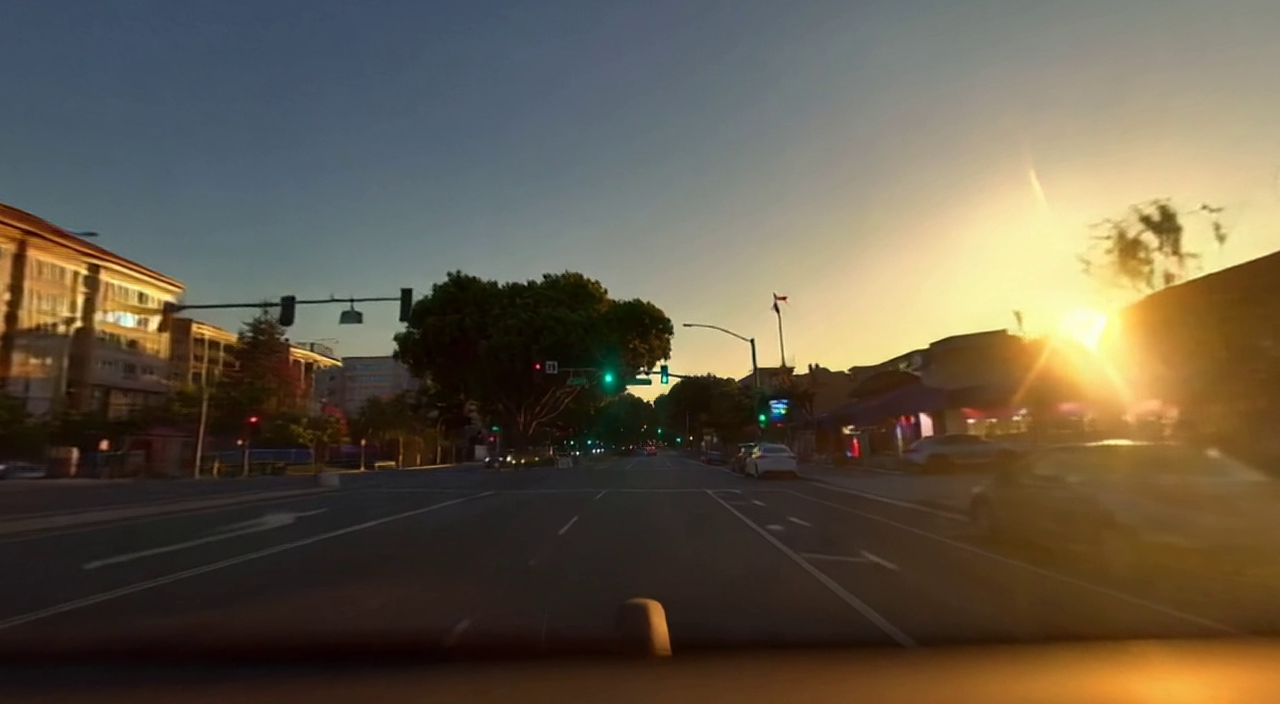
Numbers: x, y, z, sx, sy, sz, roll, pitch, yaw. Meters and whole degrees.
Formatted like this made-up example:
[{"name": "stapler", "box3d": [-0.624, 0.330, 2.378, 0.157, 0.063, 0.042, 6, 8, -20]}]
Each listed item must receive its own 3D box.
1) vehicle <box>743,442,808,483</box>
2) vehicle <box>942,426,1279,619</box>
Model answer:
[{"name": "vehicle", "box3d": [6.026, 4.995, 28.754, 1.845, 1.664, 5.285, 0, -9, 1]}, {"name": "vehicle", "box3d": [5.848, 1.753, 7.540, 2.057, 1.541, 4.735, 0, -9, -1]}]
